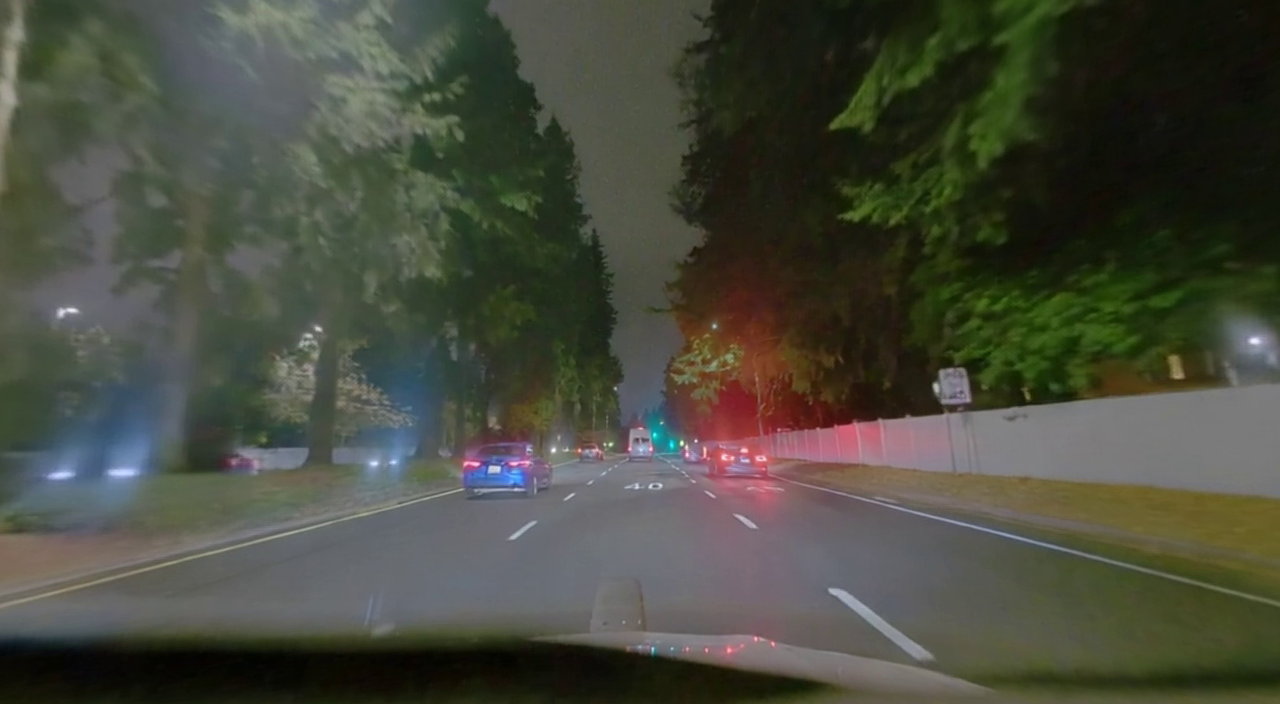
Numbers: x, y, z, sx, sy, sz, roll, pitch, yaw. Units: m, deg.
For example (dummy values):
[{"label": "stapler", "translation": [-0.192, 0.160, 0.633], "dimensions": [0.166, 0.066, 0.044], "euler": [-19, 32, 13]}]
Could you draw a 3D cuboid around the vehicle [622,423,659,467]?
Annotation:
[{"label": "vehicle", "translation": [0.049, 6.259, 42.112], "dimensions": [2.311, 2.726, 5.814], "euler": [0, -9, 1]}]

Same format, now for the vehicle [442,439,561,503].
[{"label": "vehicle", "translation": [-3.523, 3.123, 16.973], "dimensions": [2.036, 1.474, 4.647], "euler": [0, -8, 1]}]

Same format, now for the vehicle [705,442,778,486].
[{"label": "vehicle", "translation": [3.652, 4.100, 23.345], "dimensions": [1.945, 1.469, 4.258], "euler": [0, -8, 0]}]

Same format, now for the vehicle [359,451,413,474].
[{"label": "vehicle", "translation": [-17.820, 7.766, 44.263], "dimensions": [1.852, 1.471, 4.746], "euler": [0, -8, 0]}]

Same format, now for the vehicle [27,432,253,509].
[{"label": "vehicle", "translation": [-14.042, 3.339, 18.249], "dimensions": [2.105, 1.877, 5.373], "euler": [0, -8, 0]}]

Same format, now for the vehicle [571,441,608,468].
[{"label": "vehicle", "translation": [-3.259, 6.714, 41.296], "dimensions": [2.021, 1.715, 4.329], "euler": [0, -8, 1]}]
